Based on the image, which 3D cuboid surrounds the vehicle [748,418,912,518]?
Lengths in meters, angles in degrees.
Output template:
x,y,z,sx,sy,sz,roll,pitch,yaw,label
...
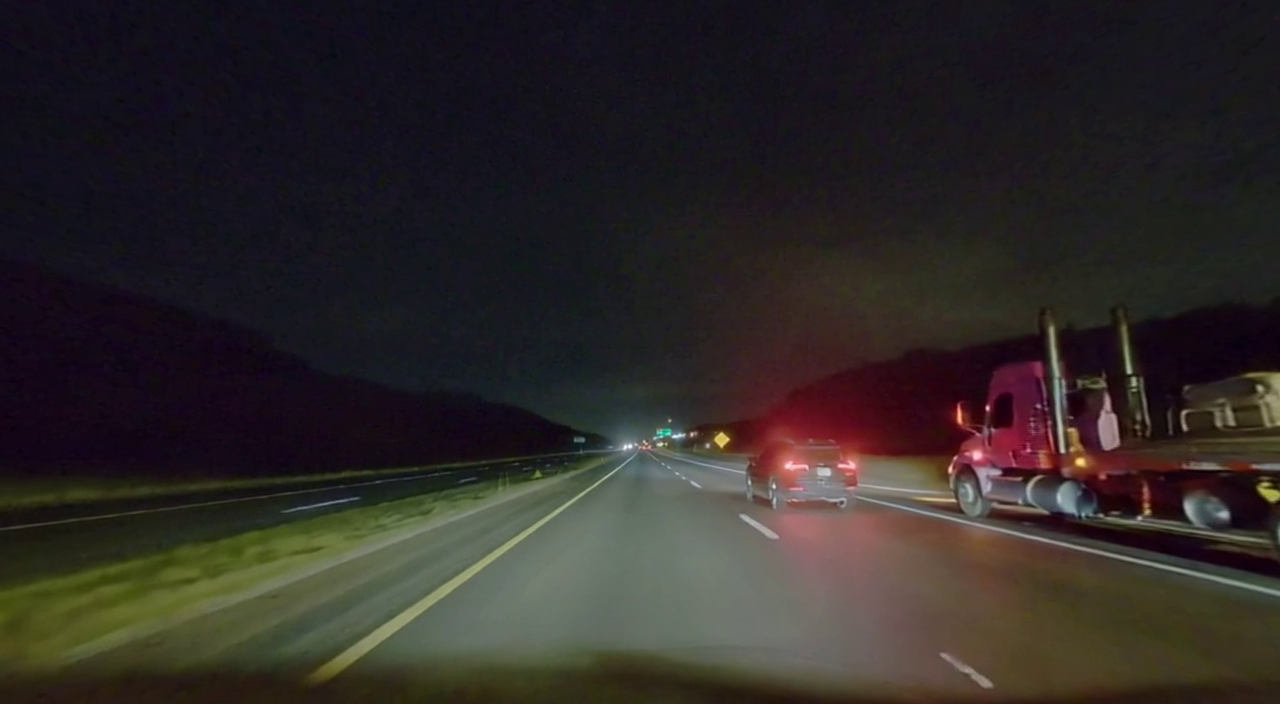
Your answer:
x,y,z,sx,sy,sz,roll,pitch,yaw,label
4.317,2.765,15.490,2.309,2.003,5.139,0,-9,-1,vehicle
